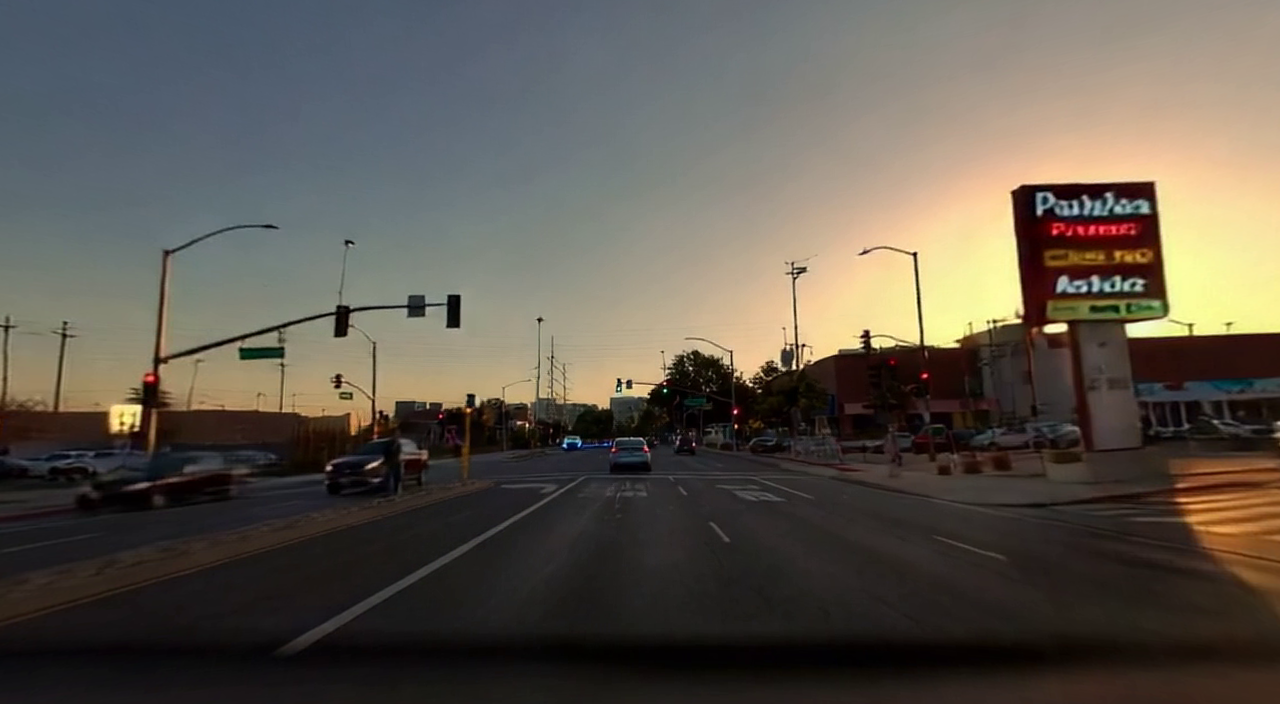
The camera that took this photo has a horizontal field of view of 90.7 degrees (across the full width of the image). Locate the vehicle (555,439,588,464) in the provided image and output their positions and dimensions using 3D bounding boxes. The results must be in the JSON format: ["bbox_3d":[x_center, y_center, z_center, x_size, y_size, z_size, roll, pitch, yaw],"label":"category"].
[{"bbox_3d":[-5.309,7.715,49.464,2.032,1.747,4.479,-2,-8,0],"label":"vehicle"}]

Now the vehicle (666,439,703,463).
[{"bbox_3d":[2.996,6.753,43.217,2.060,1.471,4.168,0,-9,-2],"label":"vehicle"}]

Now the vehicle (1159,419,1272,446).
[{"bbox_3d":[43.042,6.060,47.416,6.181,1.903,2.214,0,-9,-1],"label":"vehicle"}]

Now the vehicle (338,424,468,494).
[{"bbox_3d":[-8.568,3.946,23.754,2.440,2.225,6.346,0,-9,-1],"label":"vehicle"}]

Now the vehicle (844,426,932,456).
[{"bbox_3d":[17.095,6.182,43.822,5.173,1.976,2.223,0,-9,0],"label":"vehicle"}]

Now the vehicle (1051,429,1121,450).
[{"bbox_3d":[33.162,6.521,47.084,3.696,1.532,1.927,0,-9,-2],"label":"vehicle"}]

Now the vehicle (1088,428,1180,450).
[{"bbox_3d":[34.121,6.040,43.784,4.668,1.469,1.963,0,-9,-1],"label":"vehicle"}]

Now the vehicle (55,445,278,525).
[{"bbox_3d":[-11.697,3.261,16.240,2.039,1.630,4.878,1,-8,-2],"label":"vehicle"}]

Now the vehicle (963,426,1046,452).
[{"bbox_3d":[25.045,6.016,43.612,4.473,1.751,1.909,0,-9,-1],"label":"vehicle"}]

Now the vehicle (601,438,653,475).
[{"bbox_3d":[-0.580,4.652,28.421,2.160,1.508,4.319,0,-9,-1],"label":"vehicle"}]
